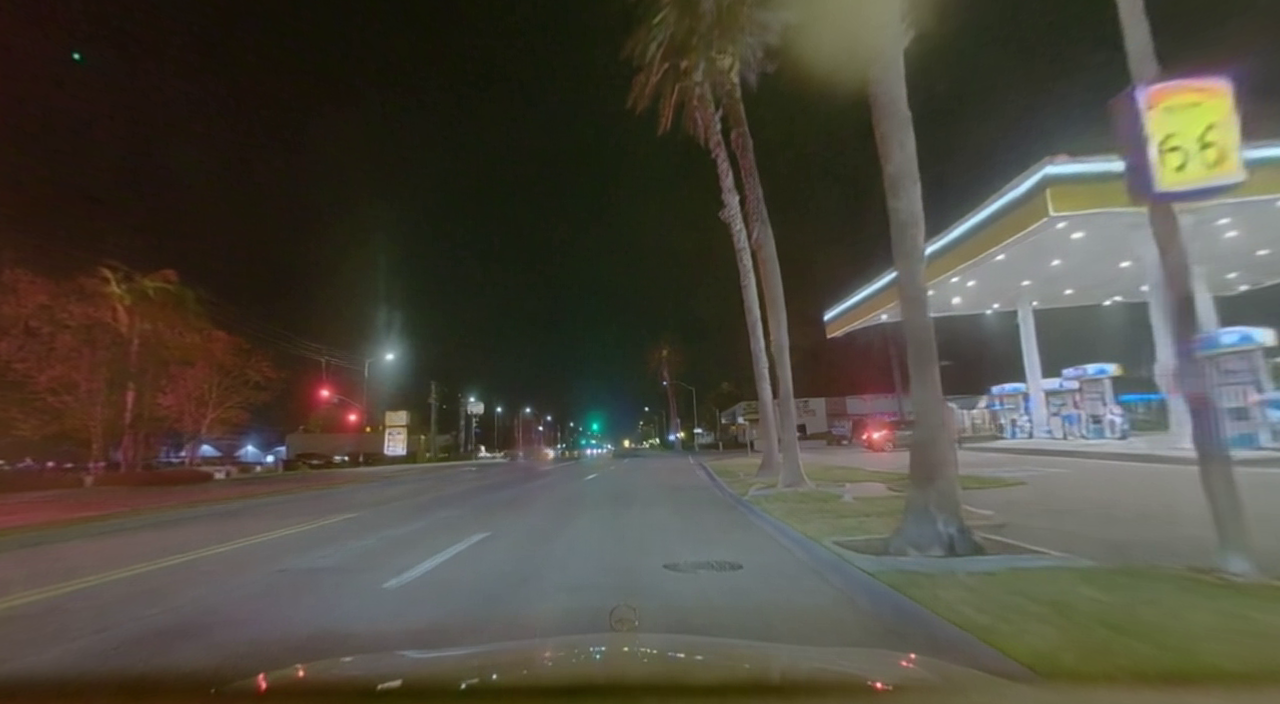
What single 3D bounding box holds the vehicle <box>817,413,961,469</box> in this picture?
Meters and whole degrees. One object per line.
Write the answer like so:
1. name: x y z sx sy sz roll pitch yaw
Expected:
1. vehicle: 9.591 3.479 24.543 4.640 1.800 2.026 -4 -8 0
